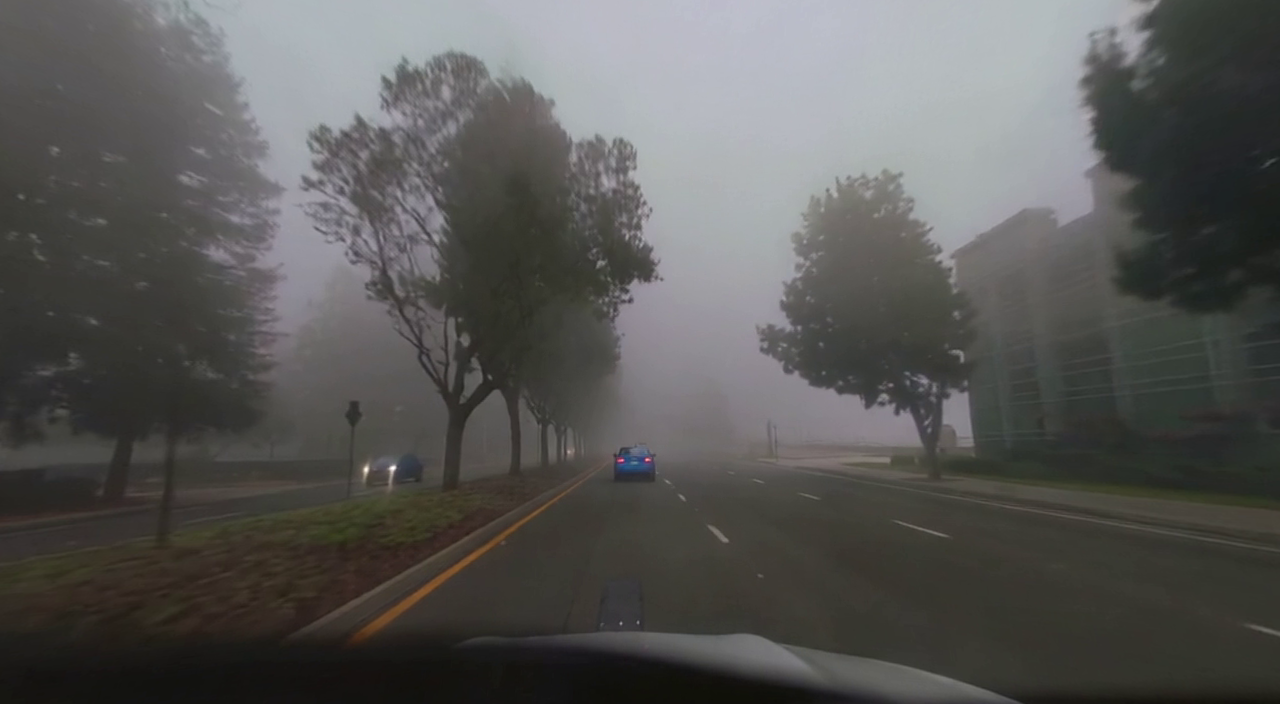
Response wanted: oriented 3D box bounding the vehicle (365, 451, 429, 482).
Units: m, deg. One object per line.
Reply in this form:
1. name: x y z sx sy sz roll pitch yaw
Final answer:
1. vehicle: -14.683 6.916 38.449 2.019 1.681 4.548 -1 -9 1

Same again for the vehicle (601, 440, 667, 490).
1. vehicle: -0.206 3.819 21.728 2.042 1.479 4.601 0 -8 -1
